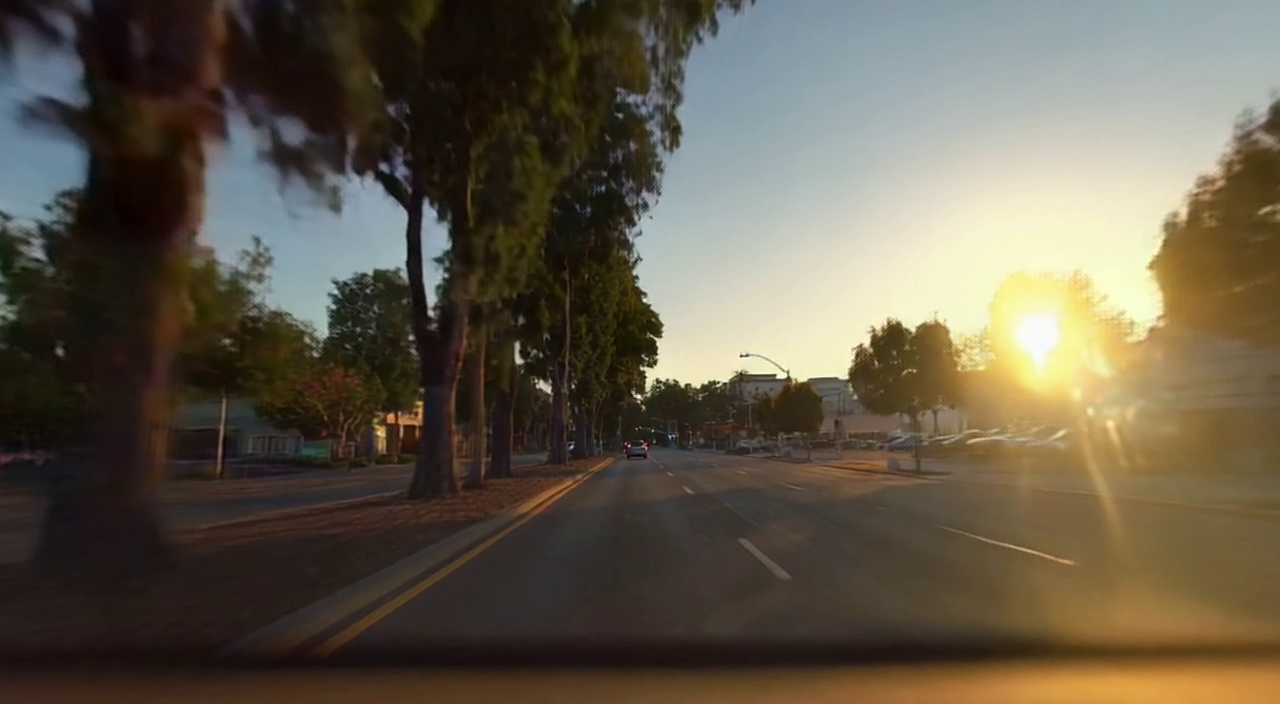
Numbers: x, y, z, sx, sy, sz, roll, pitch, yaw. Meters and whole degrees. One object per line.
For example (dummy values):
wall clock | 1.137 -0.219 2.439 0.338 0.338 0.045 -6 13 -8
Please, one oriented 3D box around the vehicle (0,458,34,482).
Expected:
vehicle | -41.721 7.780 41.578 4.398 1.444 2.145 -10 -12 40

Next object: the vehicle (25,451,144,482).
vehicle | -29.690 6.101 33.888 4.408 1.568 2.052 0 -9 0
